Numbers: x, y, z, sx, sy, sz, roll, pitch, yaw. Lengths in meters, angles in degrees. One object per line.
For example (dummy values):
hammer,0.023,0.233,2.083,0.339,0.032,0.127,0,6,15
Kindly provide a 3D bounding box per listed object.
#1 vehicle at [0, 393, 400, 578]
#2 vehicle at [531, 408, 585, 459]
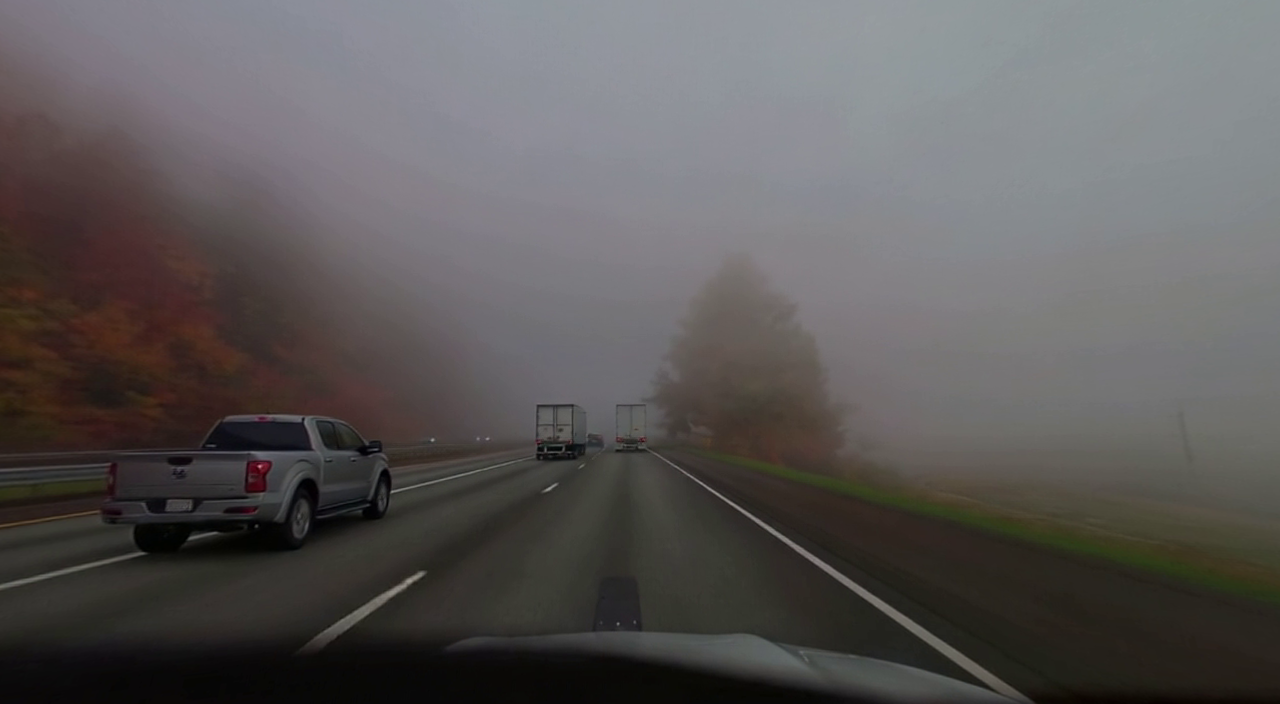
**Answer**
vehicle,-4.967,1.509,8.003,2.089,1.669,4.515,0,-8,-1
vehicle,-4.650,4.747,36.713,2.383,2.726,5.677,0,-8,0
